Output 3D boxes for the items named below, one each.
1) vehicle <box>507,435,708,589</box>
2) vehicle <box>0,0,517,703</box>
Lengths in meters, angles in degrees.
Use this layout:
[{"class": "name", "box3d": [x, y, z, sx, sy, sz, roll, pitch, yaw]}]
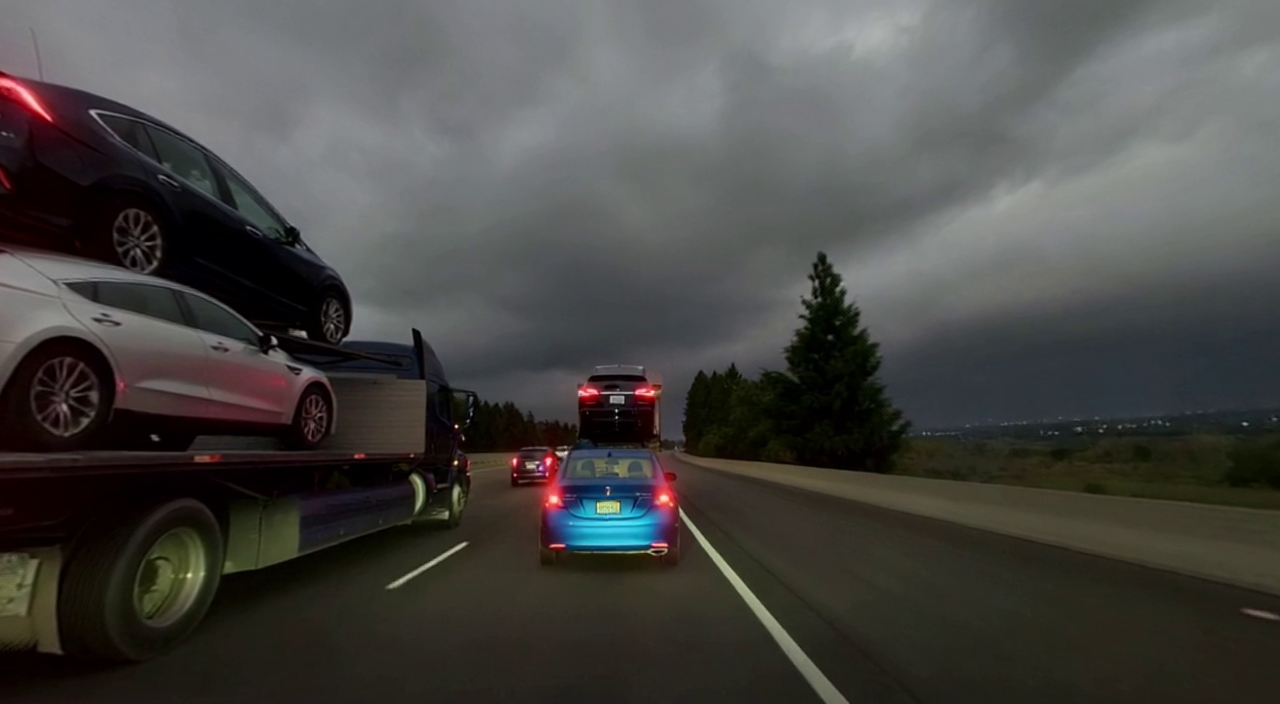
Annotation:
[{"class": "vehicle", "box3d": [-0.343, 1.856, 8.030, 1.991, 1.507, 3.391, 0, -9, -1]}, {"class": "vehicle", "box3d": [-4.610, 0.754, 9.217, 2.836, 4.059, 14.286, 0, -9, 0]}]
